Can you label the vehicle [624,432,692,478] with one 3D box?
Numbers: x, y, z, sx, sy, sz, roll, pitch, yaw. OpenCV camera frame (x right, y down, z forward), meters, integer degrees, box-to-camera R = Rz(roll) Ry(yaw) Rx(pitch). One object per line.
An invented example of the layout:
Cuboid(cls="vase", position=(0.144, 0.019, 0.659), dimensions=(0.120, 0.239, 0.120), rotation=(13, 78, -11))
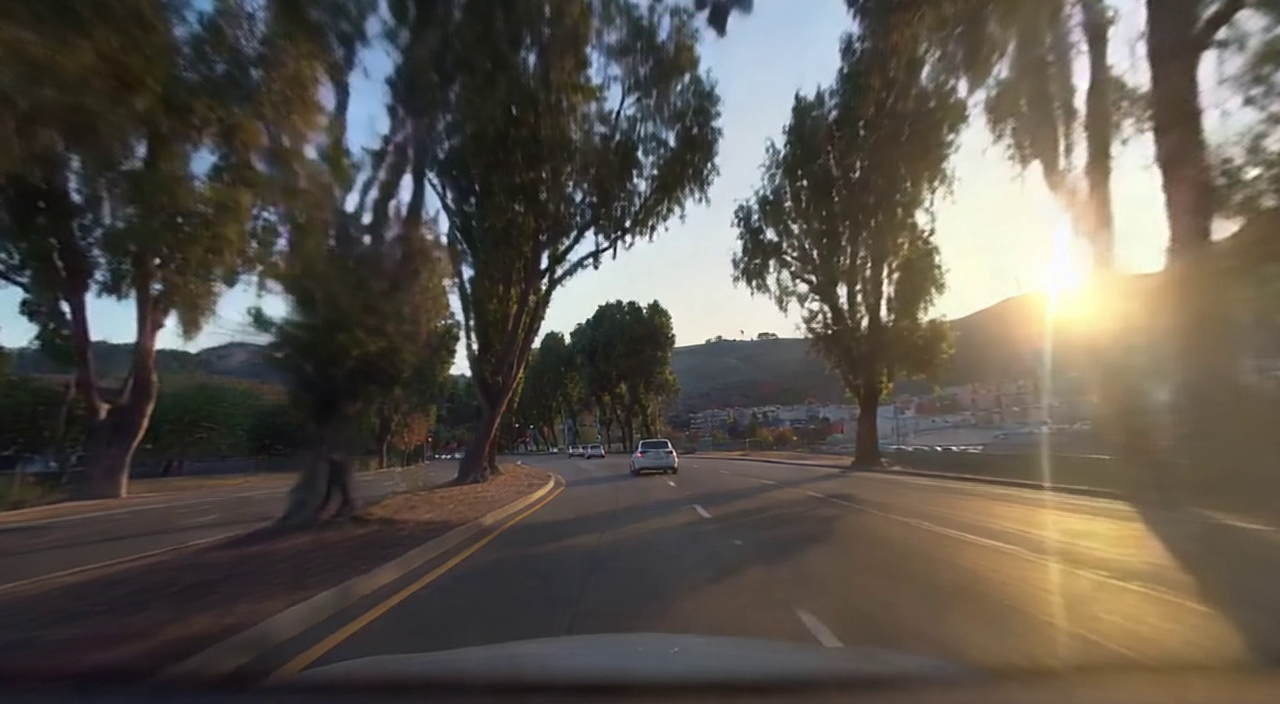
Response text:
Cuboid(cls="vehicle", position=(0.658, 4.357, 26.992), dimensions=(2.253, 1.756, 4.313), rotation=(2, -8, -7))
